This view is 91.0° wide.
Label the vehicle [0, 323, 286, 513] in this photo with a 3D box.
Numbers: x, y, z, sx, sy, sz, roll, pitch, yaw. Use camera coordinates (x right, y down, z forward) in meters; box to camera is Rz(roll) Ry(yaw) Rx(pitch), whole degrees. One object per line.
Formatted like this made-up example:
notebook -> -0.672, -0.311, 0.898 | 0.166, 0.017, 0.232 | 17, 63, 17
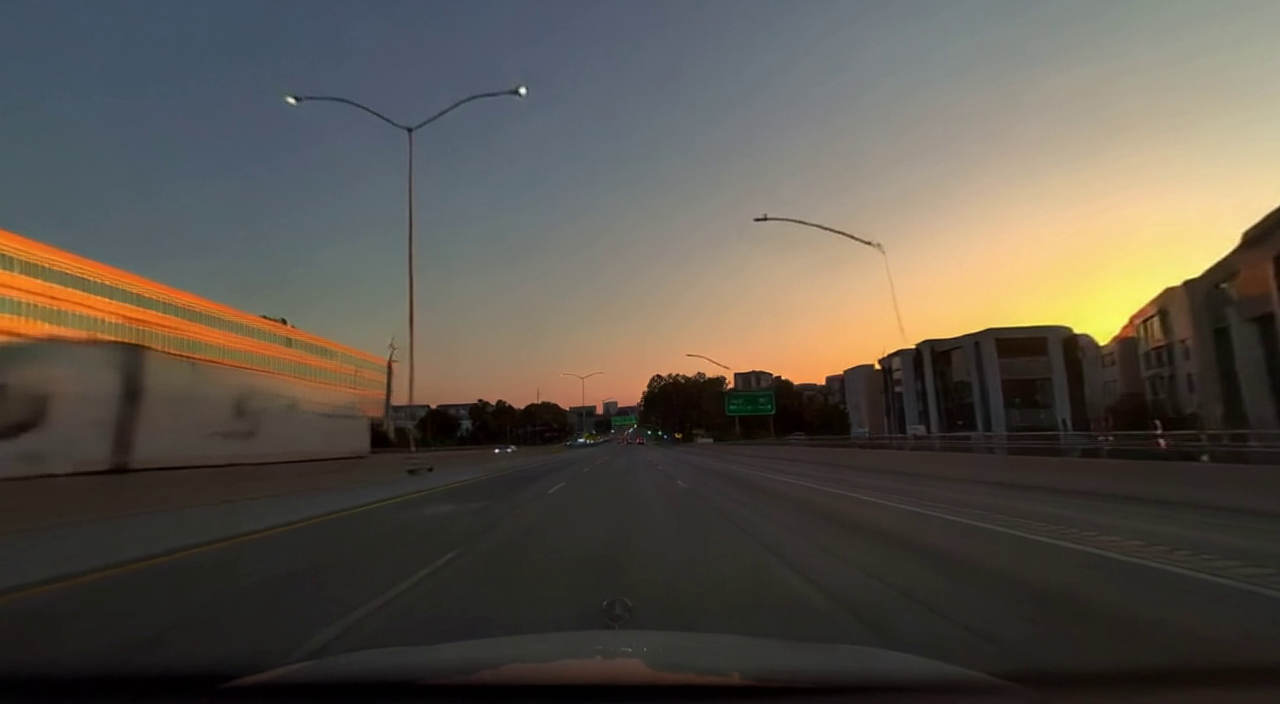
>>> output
vehicle -> -16.575, 2.329, 20.610 | 3.837, 4.617, 10.494 | 0, -8, -1
